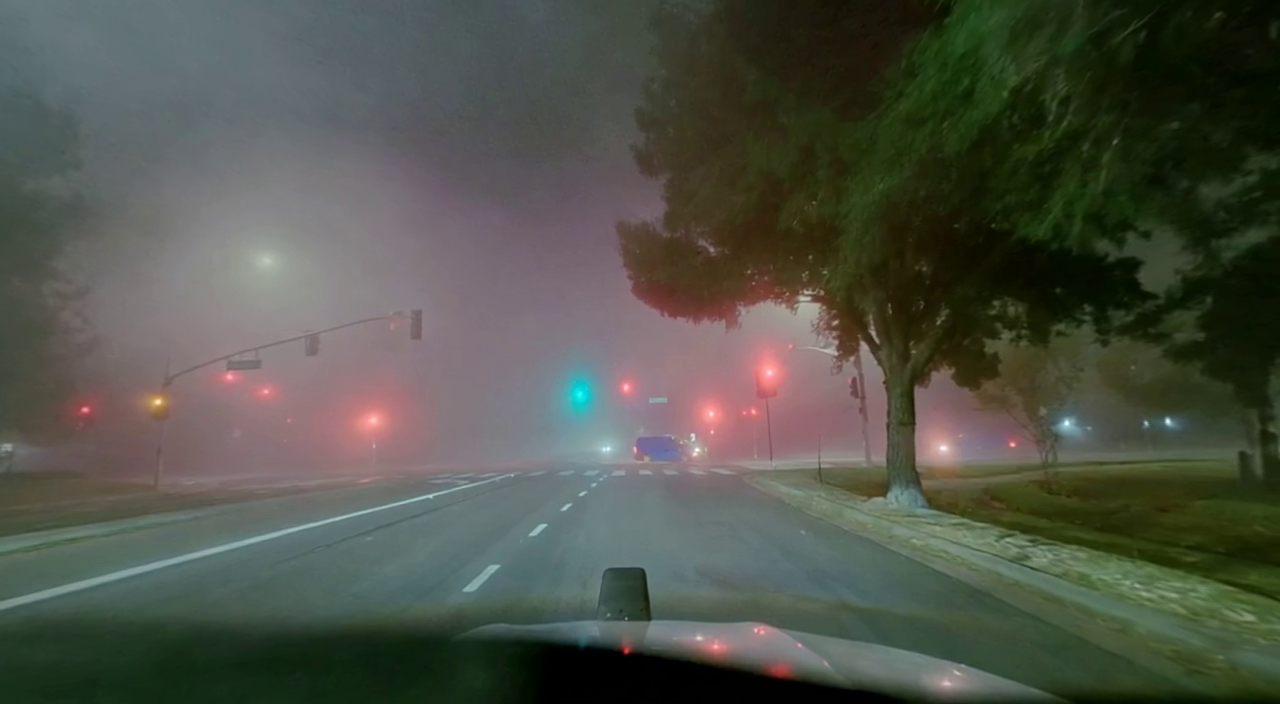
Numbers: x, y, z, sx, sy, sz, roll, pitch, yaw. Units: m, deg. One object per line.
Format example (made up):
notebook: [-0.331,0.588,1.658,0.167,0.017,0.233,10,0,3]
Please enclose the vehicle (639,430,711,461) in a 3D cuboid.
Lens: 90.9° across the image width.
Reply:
vehicle: [2.274,6.254,42.100,4.536,1.965,1.780,-6,-10,36]
